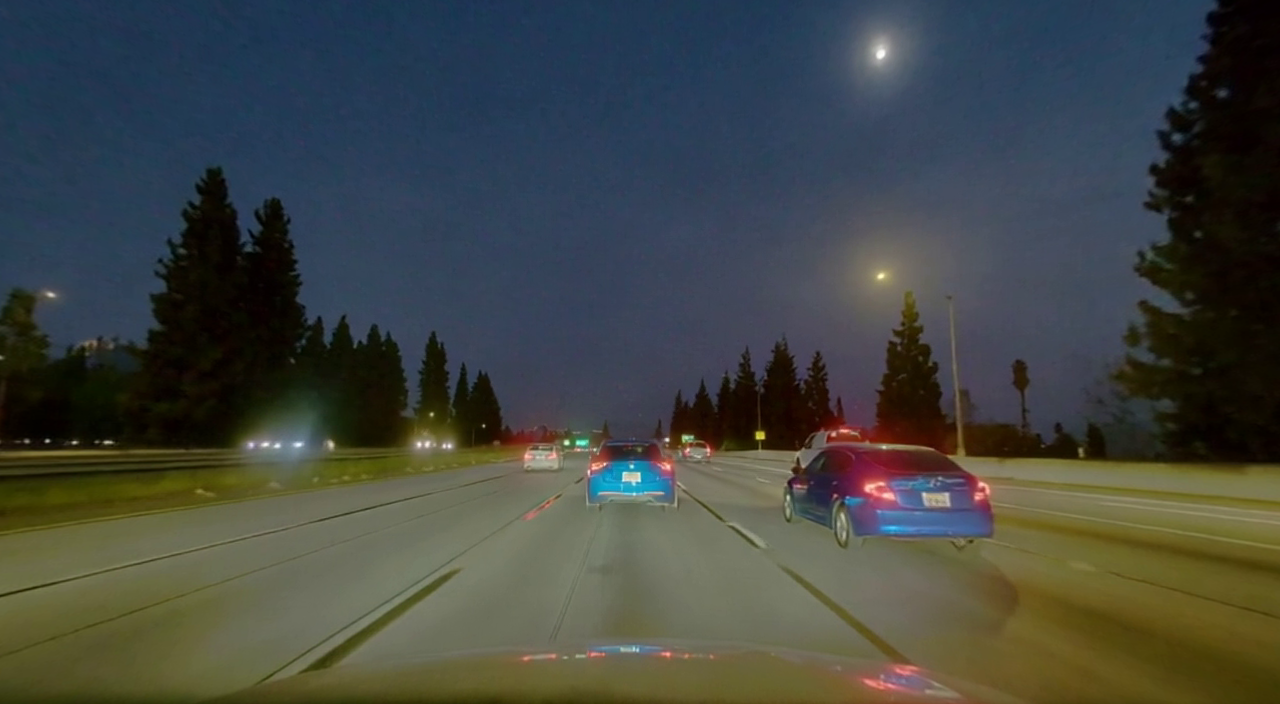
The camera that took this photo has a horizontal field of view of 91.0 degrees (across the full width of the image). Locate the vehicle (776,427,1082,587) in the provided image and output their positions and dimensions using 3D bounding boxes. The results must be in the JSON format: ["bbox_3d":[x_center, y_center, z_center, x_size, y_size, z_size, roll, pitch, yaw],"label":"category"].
[{"bbox_3d":[3.301,1.843,8.336,1.975,1.532,4.227,1,-9,-1],"label":"vehicle"}]

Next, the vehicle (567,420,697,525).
[{"bbox_3d":[-0.153,2.330,12.629,2.181,1.728,3.970,0,-9,-1],"label":"vehicle"}]

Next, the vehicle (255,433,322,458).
[{"bbox_3d":[-23.037,6.156,41.481,1.957,1.528,4.430,1,-9,-2],"label":"vehicle"}]

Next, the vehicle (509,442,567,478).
[{"bbox_3d":[-4.611,4.951,29.167,2.023,1.497,4.526,1,-9,-1],"label":"vehicle"}]
